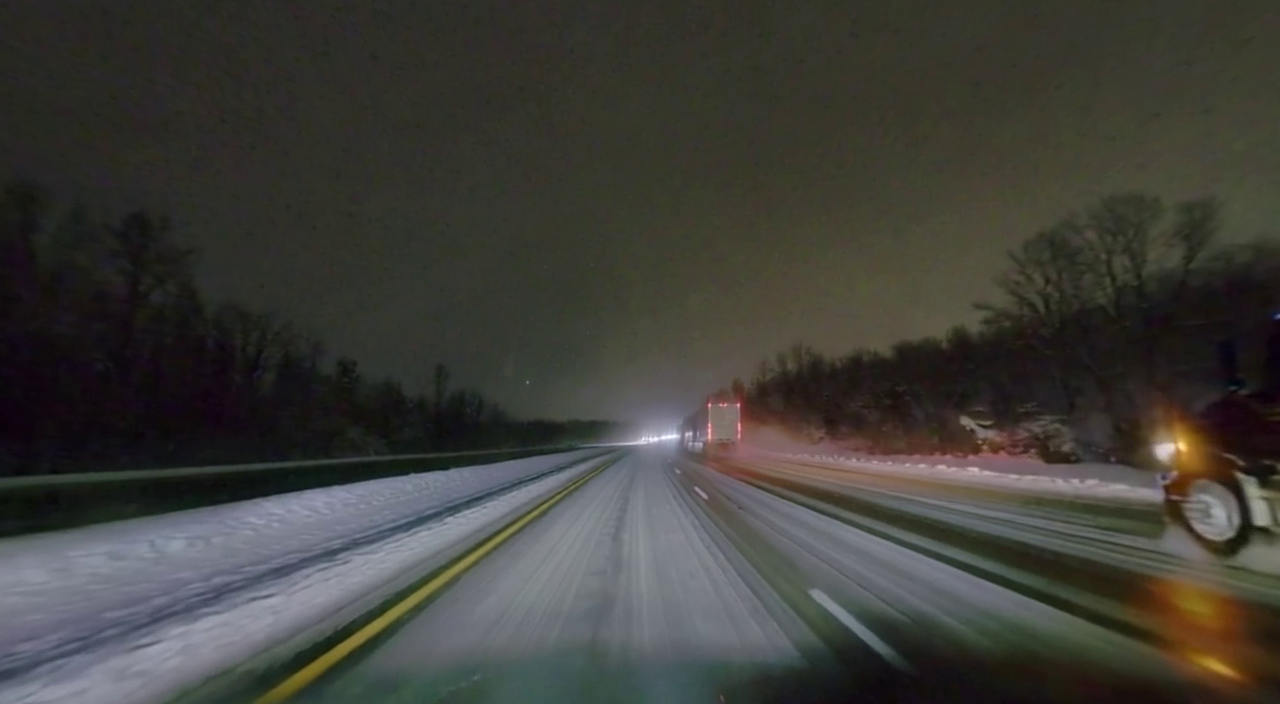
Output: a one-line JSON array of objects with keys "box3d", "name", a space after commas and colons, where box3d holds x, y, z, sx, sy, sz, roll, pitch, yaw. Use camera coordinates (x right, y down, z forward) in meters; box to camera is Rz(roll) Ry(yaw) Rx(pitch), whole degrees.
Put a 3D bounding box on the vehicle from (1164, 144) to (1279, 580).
[{"box3d": [7.430, -0.187, 3.946, 2.917, 4.022, 5.895, 0, -8, 0], "name": "vehicle"}]
